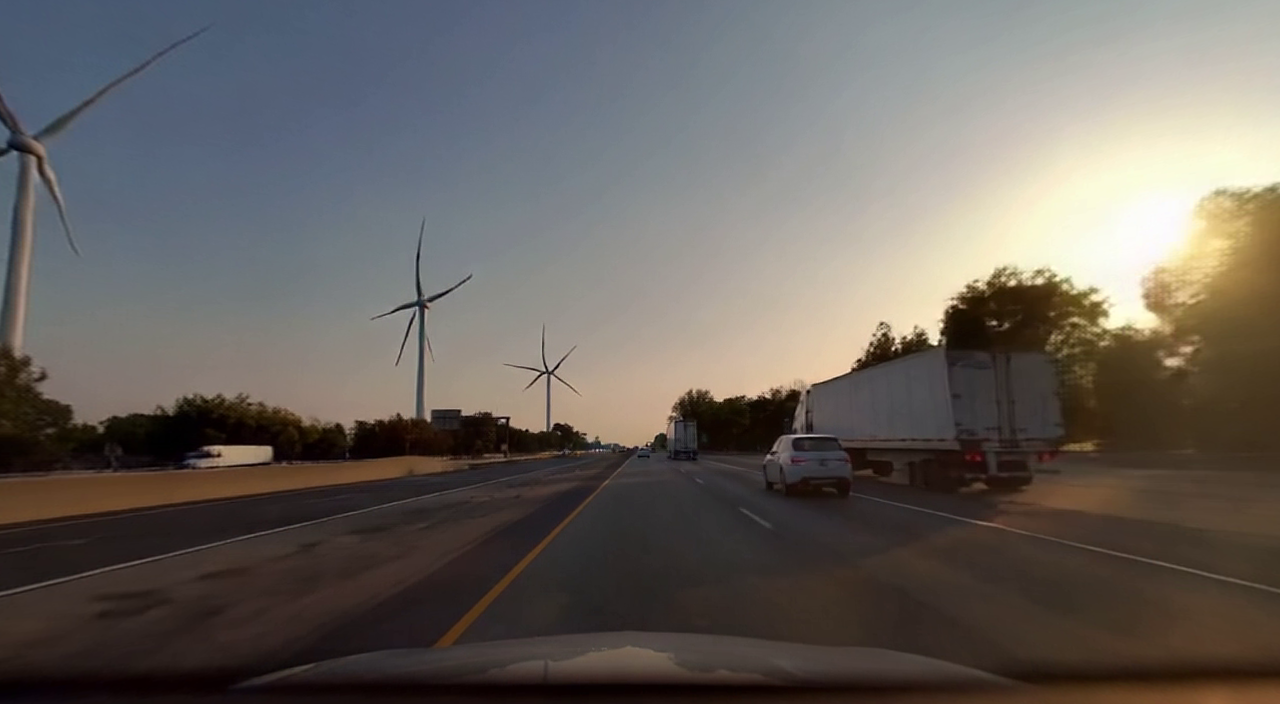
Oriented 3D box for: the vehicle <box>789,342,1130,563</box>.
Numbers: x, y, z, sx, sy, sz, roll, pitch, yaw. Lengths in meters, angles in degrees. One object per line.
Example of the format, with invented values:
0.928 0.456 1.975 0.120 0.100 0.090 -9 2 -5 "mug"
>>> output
4.481 1.608 10.352 2.609 2.648 5.397 0 -9 -1 "vehicle"
